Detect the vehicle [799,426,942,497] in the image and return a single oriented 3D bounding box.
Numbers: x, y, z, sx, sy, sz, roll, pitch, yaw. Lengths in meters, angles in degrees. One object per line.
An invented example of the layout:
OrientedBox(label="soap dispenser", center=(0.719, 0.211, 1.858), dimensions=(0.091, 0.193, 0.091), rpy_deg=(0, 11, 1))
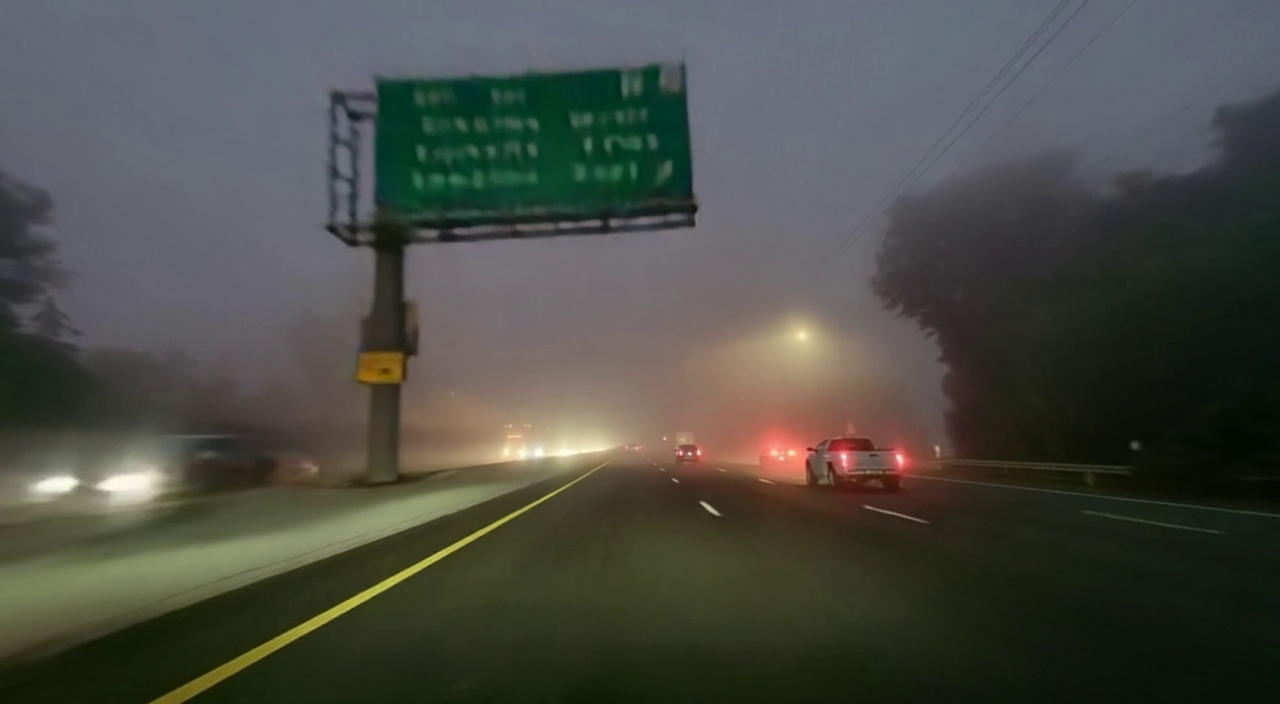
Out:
OrientedBox(label="vehicle", center=(6.746, 3.284, 19.322), dimensions=(2.244, 1.858, 5.414), rpy_deg=(0, -9, -1))

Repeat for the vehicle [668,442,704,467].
OrientedBox(label="vehicle", center=(3.107, 7.056, 43.613), dimensions=(2.018, 1.600, 4.121), rpy_deg=(0, -9, -2))

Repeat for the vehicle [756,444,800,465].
OrientedBox(label="vehicle", center=(10.341, 7.730, 47.734), dimensions=(1.987, 1.502, 5.130), rpy_deg=(0, -9, -2))

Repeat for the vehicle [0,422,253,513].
OrientedBox(label="vehicle", center=(-11.960, 2.641, 14.953), dimensions=(2.180, 1.736, 5.401), rpy_deg=(0, -9, 0))
